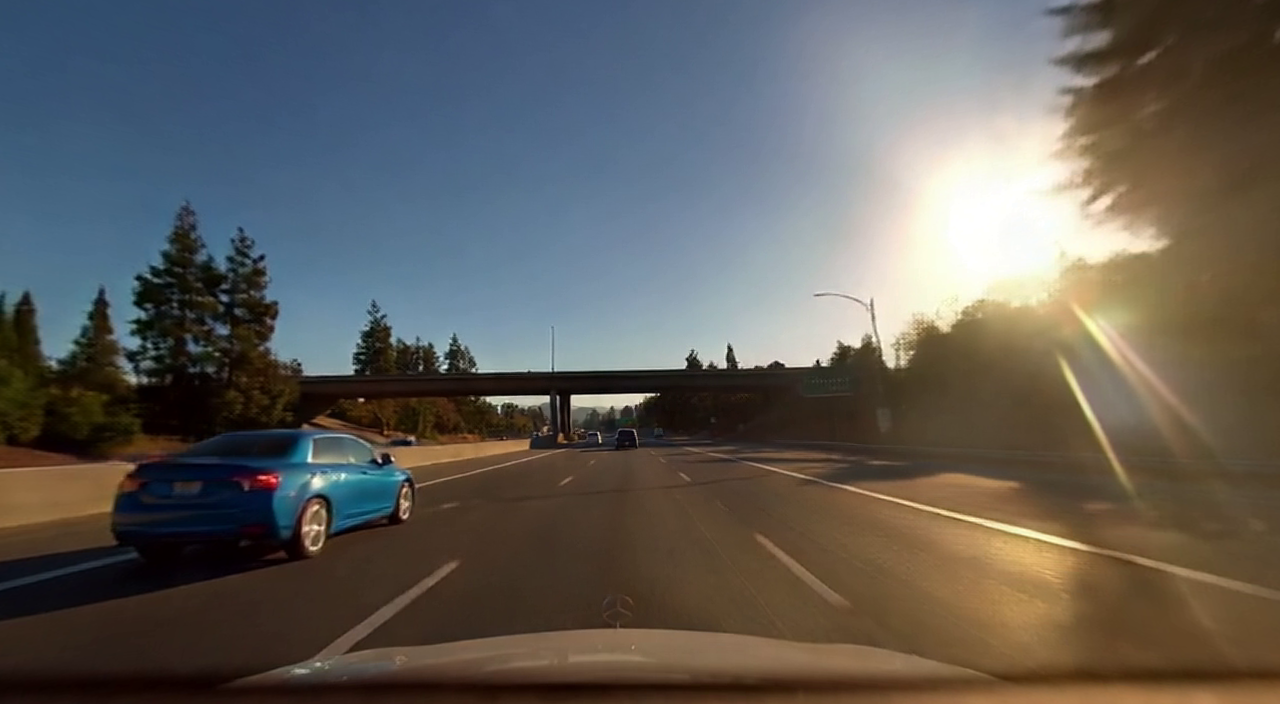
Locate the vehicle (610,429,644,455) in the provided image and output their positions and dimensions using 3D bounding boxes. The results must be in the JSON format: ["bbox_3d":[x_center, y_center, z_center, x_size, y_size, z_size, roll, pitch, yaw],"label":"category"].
[{"bbox_3d":[-0.814,5.929,41.430,2.116,1.625,4.004,0,-8,-1],"label":"vehicle"}]

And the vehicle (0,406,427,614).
[{"bbox_3d":[-4.157,1.478,6.997,2.017,1.537,4.496,0,-8,0],"label":"vehicle"}]
